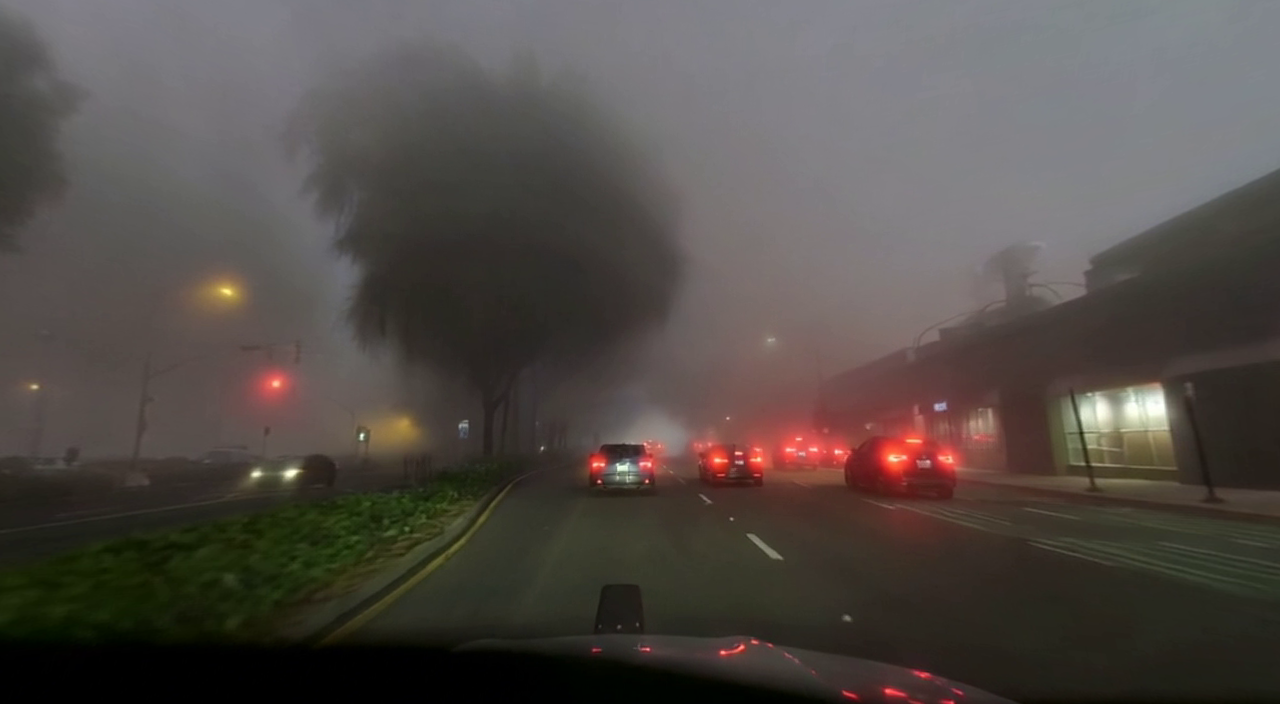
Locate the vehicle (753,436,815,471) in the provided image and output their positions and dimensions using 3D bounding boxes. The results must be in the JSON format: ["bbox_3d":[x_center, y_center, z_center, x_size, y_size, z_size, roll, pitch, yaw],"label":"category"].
[{"bbox_3d":[7.283,5.177,32.427,2.025,1.666,4.448,0,-8,-1],"label":"vehicle"}]

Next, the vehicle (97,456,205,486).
[{"bbox_3d":[-28.371,6.904,36.767,4.576,1.606,2.063,0,-8,1],"label":"vehicle"}]

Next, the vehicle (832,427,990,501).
[{"bbox_3d":[7.044,2.960,17.124,2.052,1.708,4.842,0,-8,-1],"label":"vehicle"}]

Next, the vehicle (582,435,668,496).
[{"bbox_3d":[-0.503,3.102,17.665,2.101,1.444,4.248,0,-8,-4],"label":"vehicle"}]

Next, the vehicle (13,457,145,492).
[{"bbox_3d":[-27.763,6.055,31.375,4.640,1.640,2.026,-1,-8,1],"label":"vehicle"}]

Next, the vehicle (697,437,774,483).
[{"bbox_3d":[3.323,3.874,22.913,1.993,1.477,4.240,0,-8,-2],"label":"vehicle"}]

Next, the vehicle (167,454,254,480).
[{"bbox_3d":[-28.537,7.607,42.034,4.398,1.630,1.878,0,-8,1],"label":"vehicle"}]

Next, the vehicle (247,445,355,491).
[{"bbox_3d":[-12.563,4.274,23.704,1.934,1.491,3.684,-1,-8,1],"label":"vehicle"}]
